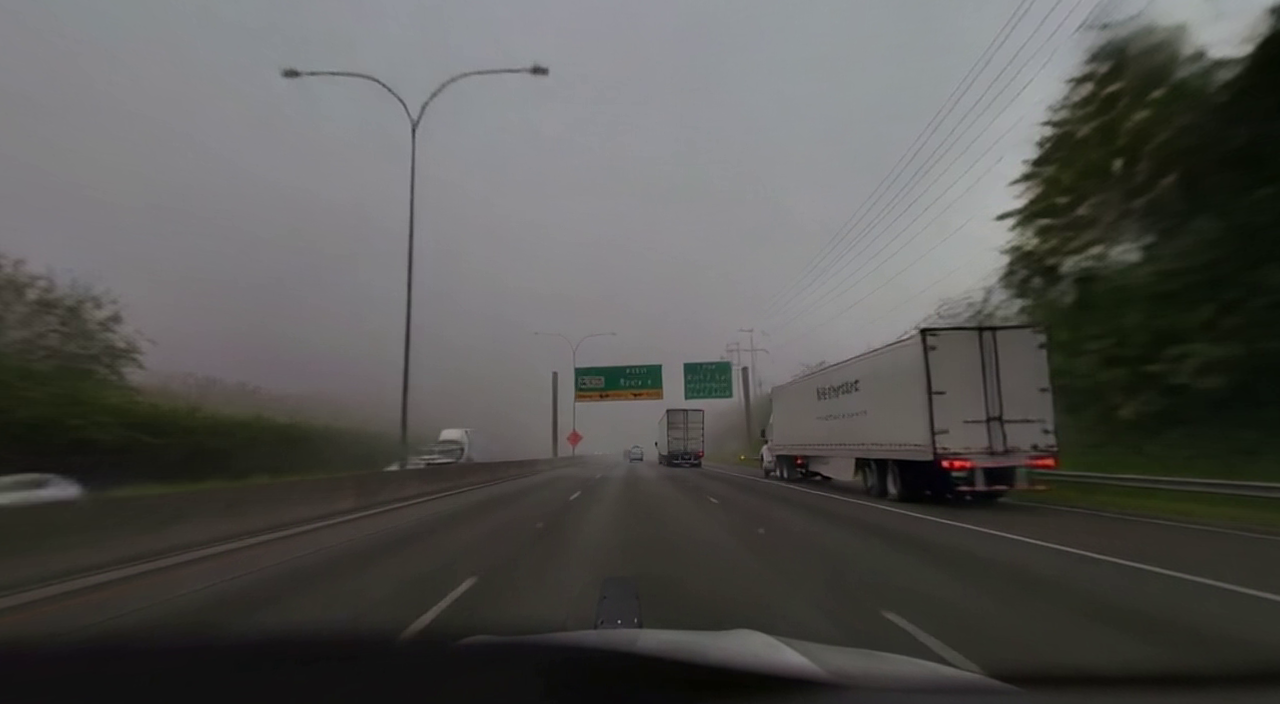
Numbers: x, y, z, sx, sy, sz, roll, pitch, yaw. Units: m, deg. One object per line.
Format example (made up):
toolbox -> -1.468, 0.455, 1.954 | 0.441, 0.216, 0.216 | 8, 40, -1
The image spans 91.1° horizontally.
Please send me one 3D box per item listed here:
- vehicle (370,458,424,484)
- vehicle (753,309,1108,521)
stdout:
vehicle -> -15.362, 7.541, 39.940 | 1.767, 1.462, 4.313 | 0, -9, -1
vehicle -> 7.200, 2.512, 20.973 | 3.400, 4.134, 17.388 | 0, -9, -1
